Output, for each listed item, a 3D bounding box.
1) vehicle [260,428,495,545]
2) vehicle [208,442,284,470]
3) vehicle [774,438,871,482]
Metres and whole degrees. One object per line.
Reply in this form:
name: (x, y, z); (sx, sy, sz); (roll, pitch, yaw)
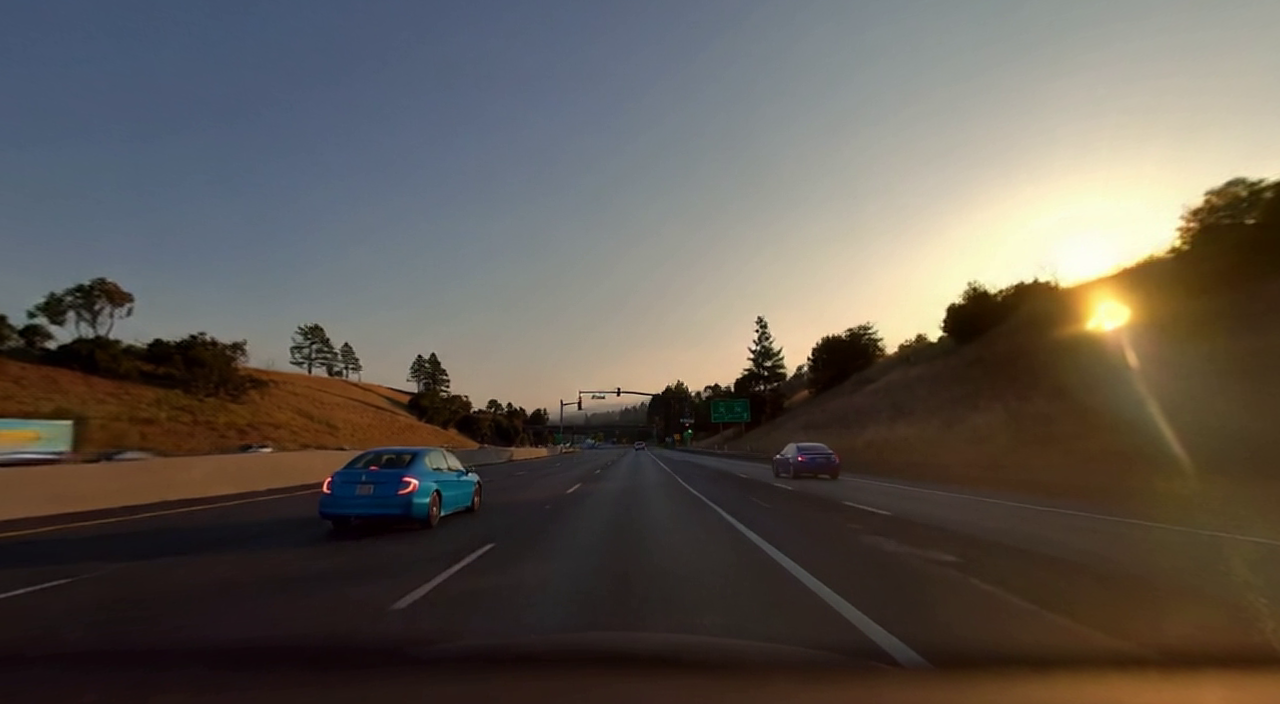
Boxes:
vehicle: (-3.970, 2.109, 10.547); (1.987, 1.516, 4.478); (0, -9, 0)
vehicle: (-28.526, 7.519, 45.805); (2.124, 1.912, 5.133); (0, -9, 0)
vehicle: (6.695, 4.023, 23.723); (2.049, 1.481, 4.774); (0, -9, -2)
